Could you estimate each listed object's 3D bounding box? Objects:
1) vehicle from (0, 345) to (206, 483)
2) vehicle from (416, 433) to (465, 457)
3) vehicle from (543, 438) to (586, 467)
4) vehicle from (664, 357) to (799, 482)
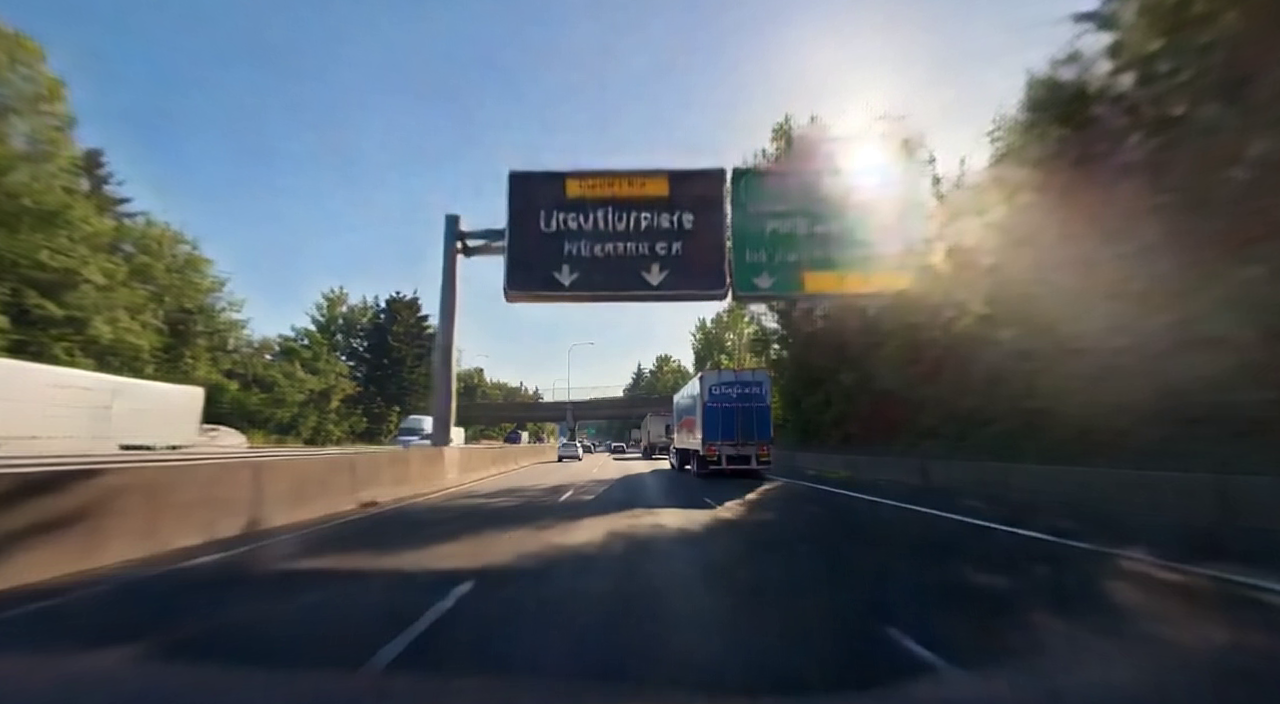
[{"bbox_3d":[-20.621,2.139,20.654,3.146,4.061,14.094,0,-8,-2],"label":"vehicle"},{"bbox_3d":[-14.424,6.766,45.826,2.080,1.652,5.232,0,-8,-2],"label":"vehicle"},{"bbox_3d":[-4.523,6.082,38.420,2.206,1.644,4.027,0,-8,-1],"label":"vehicle"},{"bbox_3d":[3.208,3.126,27.165,3.116,3.992,13.748,0,-8,-3],"label":"vehicle"}]
